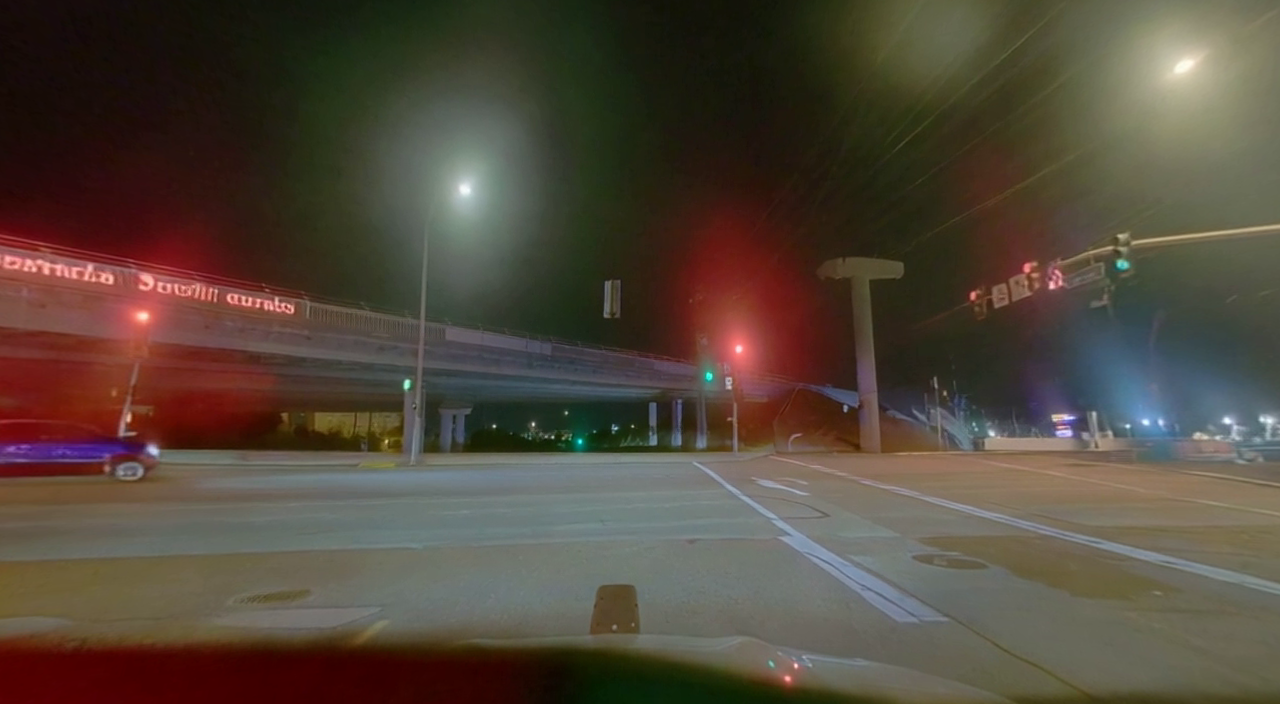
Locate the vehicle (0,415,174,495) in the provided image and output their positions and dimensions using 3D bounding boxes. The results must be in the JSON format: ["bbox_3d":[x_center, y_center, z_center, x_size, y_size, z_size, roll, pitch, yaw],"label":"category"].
[{"bbox_3d":[-13.074,2.255,13.998,3.897,1.637,1.832,0,-9,-4],"label":"vehicle"}]
